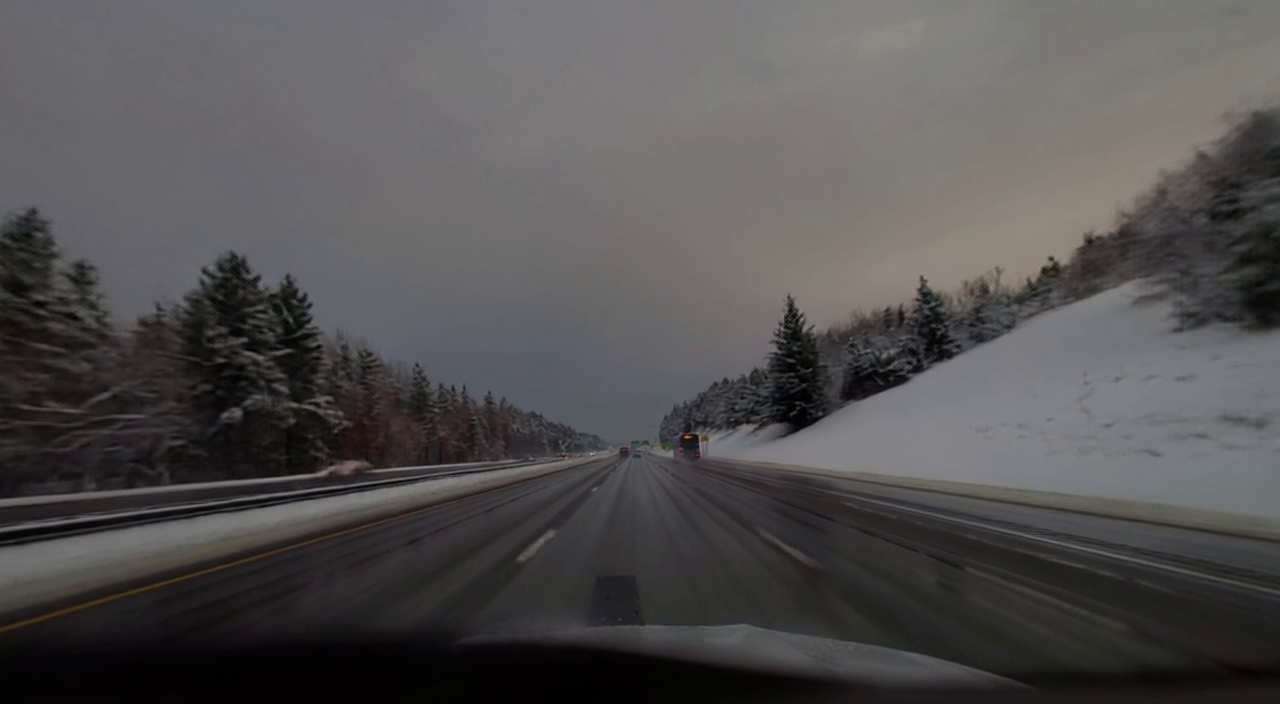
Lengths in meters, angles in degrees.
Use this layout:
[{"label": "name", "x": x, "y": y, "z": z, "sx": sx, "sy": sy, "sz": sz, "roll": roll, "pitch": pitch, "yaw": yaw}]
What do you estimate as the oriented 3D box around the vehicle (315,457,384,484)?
[{"label": "vehicle", "x": -16.518, "y": 6.720, "z": 36.124, "sx": 1.926, "sy": 1.385, "sz": 4.054, "roll": 0, "pitch": -9, "yaw": 1}]
